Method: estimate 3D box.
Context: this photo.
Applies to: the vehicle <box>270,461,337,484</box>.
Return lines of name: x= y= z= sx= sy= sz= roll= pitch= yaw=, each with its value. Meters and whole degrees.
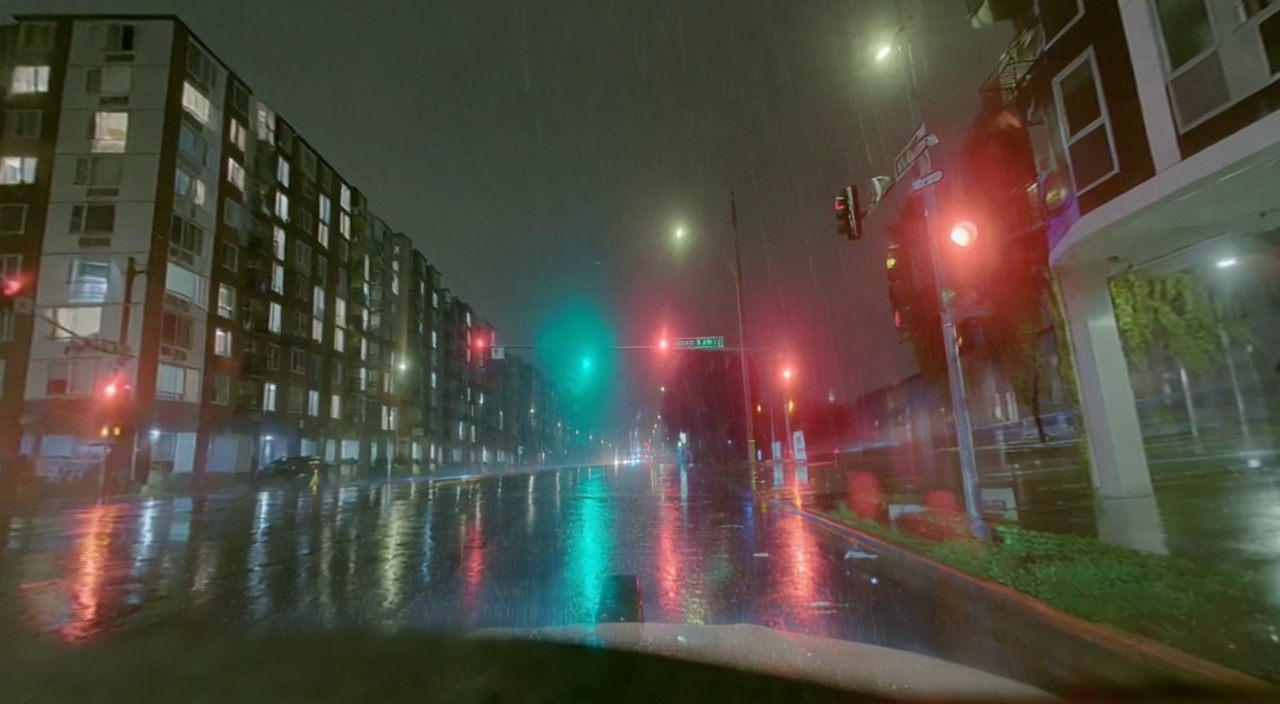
vehicle: x=-24.663 y=8.814 z=46.280 sx=3.882 sy=1.600 sz=1.768 roll=0 pitch=-9 yaw=2
